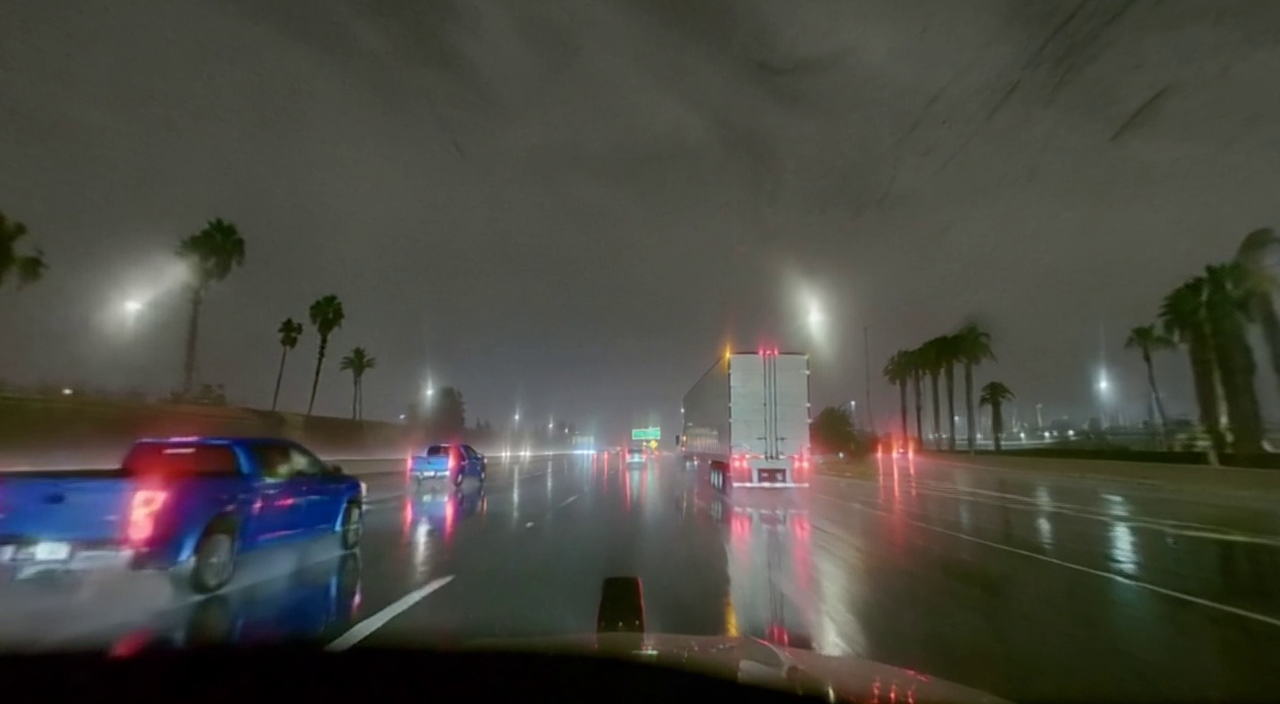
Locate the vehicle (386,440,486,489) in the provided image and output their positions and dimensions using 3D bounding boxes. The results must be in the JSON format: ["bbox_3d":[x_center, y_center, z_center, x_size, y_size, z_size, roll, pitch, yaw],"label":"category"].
[{"bbox_3d":[-7.885,4.371,24.928,2.264,1.728,4.940,0,-9,1],"label":"vehicle"}]

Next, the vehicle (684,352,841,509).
[{"bbox_3d":[3.748,3.256,24.715,2.891,4.123,16.415,0,-9,0],"label":"vehicle"}]

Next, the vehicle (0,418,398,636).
[{"bbox_3d":[-4.448,1.557,6.606,2.120,1.537,4.139,0,-9,0],"label":"vehicle"}]
